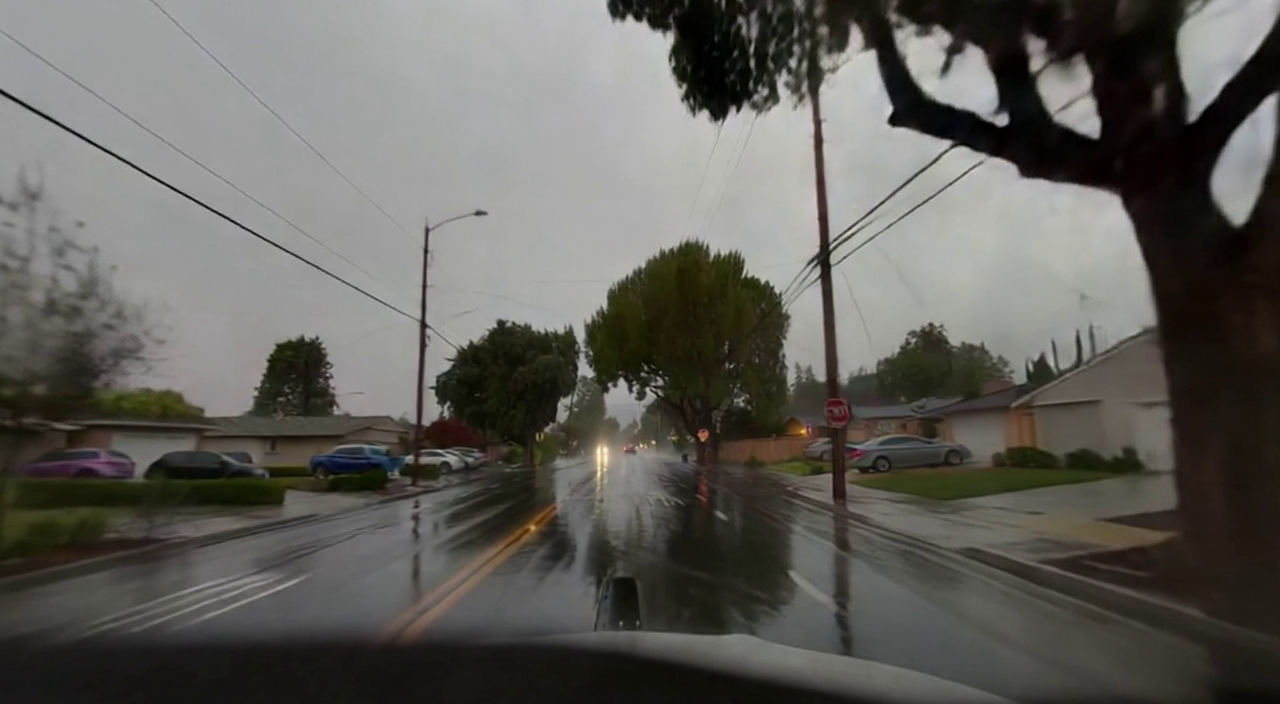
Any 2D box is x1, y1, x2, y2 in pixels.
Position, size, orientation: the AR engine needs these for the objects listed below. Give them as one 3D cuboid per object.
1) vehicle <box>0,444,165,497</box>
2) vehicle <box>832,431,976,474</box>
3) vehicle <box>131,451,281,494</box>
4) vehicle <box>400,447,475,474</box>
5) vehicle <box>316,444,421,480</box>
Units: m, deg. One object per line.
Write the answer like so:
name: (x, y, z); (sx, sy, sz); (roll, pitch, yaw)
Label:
vehicle: (-21.929, 4.482, 24.163); (5.369, 1.862, 2.338); (1, -8, -8)
vehicle: (10.562, 4.036, 25.491); (4.908, 1.537, 2.065); (0, -8, -7)
vehicle: (-16.562, 4.609, 24.352); (4.199, 1.510, 2.058); (2, -8, -10)
vehicle: (-12.454, 6.700, 39.037); (3.927, 1.560, 2.049); (0, -8, -1)
vehicle: (-13.059, 5.318, 30.651); (4.207, 1.648, 1.956); (1, -8, -6)
